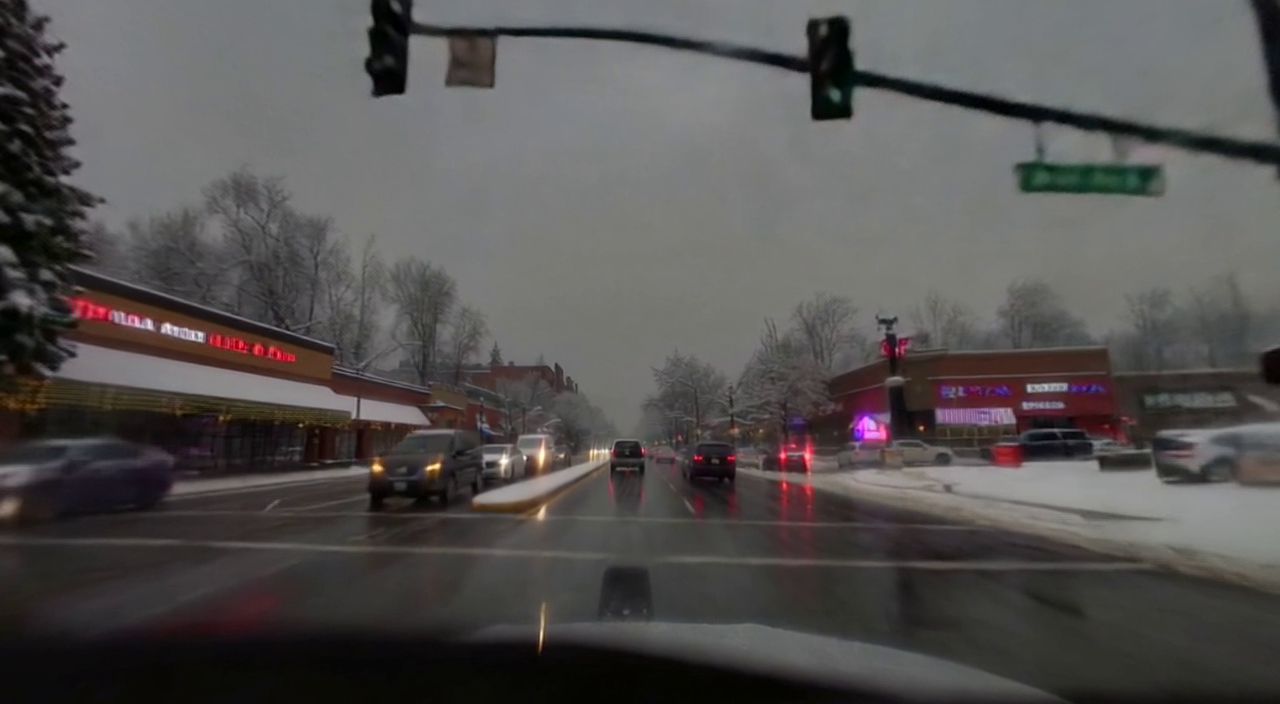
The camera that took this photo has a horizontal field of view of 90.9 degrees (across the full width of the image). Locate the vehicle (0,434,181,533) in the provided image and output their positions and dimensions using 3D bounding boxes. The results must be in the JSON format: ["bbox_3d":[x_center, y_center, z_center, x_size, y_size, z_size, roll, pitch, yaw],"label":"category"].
[{"bbox_3d":[-12.628,2.691,13.548,2.106,1.779,4.467,0,-8,0],"label":"vehicle"}]

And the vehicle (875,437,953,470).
[{"bbox_3d":[15.179,5.607,35.259,2.007,1.642,5.001,-1,-8,-1],"label":"vehicle"}]

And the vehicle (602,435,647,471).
[{"bbox_3d":[-0.815,5.550,34.705,2.301,1.837,4.411,0,-8,-1],"label":"vehicle"}]

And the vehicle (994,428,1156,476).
[{"bbox_3d":[16.394,3.788,23.952,4.572,1.660,2.091,-1,-9,-1],"label":"vehicle"}]

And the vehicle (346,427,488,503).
[{"bbox_3d":[-5.876,2.997,17.351,2.242,1.740,4.659,-1,-7,0],"label":"vehicle"}]

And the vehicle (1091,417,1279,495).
[{"bbox_3d":[14.772,2.511,15.617,5.473,1.792,2.167,0,-6,1],"label":"vehicle"}]

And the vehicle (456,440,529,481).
[{"bbox_3d":[-5.856,4.334,25.529,1.835,1.476,4.533,1,-8,0],"label":"vehicle"}]

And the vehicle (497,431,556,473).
[{"bbox_3d":[-5.817,5.161,32.976,2.240,1.945,5.114,-1,-7,-1],"label":"vehicle"}]

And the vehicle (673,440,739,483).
[{"bbox_3d":[2.481,4.236,24.694,2.046,1.540,3.883,0,-8,-2],"label":"vehicle"}]

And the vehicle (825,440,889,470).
[{"bbox_3d":[12.088,5.747,35.481,2.058,1.493,4.612,-1,-8,2],"label":"vehicle"}]

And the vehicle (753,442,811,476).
[{"bbox_3d":[7.290,5.519,32.846,1.914,1.587,4.548,0,-8,-1],"label":"vehicle"}]
